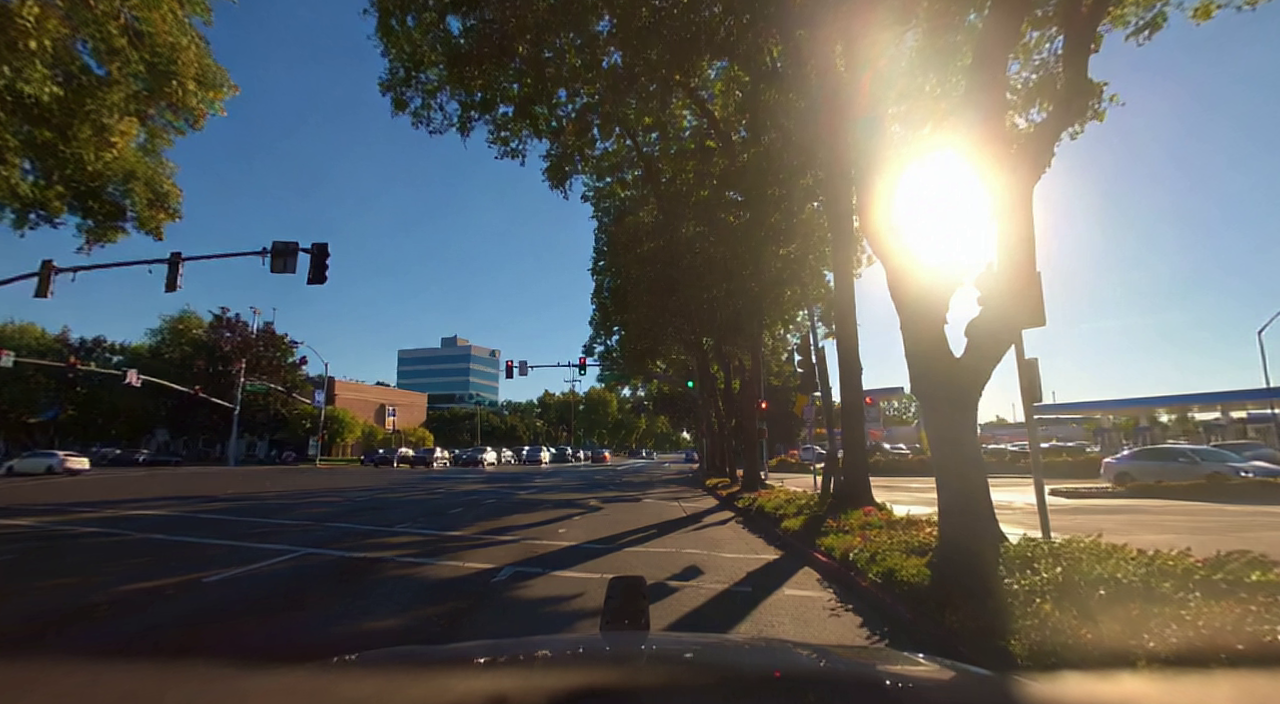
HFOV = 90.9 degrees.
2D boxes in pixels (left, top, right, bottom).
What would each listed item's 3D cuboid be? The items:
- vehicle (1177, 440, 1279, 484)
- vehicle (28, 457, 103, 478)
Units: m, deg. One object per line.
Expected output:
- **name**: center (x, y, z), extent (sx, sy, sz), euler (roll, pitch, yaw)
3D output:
- **vehicle**: center (22.089, 3.785, 21.843), extent (4.716, 1.455, 2.060), euler (-3, -9, 17)
- **vehicle**: center (-42.308, 8.481, 46.447), extent (4.465, 1.469, 1.971), euler (-3, -9, 17)
